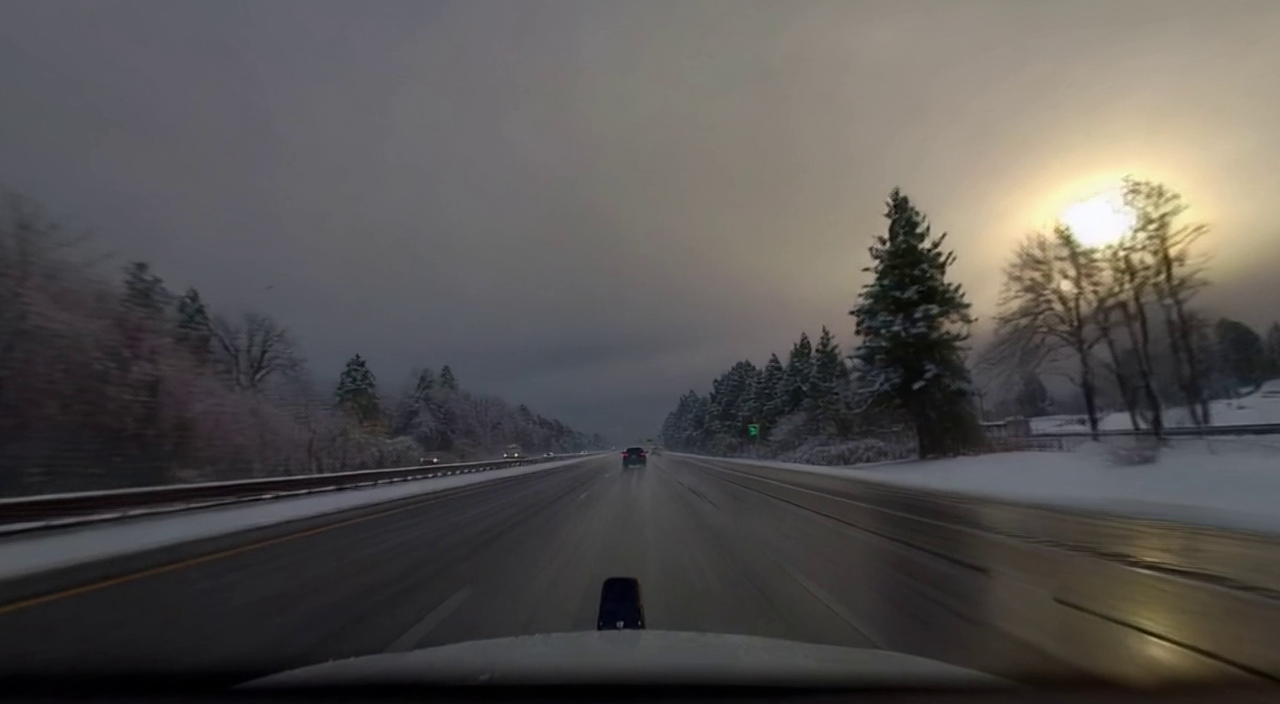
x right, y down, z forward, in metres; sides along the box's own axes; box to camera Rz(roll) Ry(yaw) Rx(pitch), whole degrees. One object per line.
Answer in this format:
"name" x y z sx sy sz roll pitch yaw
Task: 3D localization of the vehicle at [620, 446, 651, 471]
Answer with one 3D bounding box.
"vehicle" -0.285 7.039 41.773 1.916 1.494 4.335 0 -9 0
